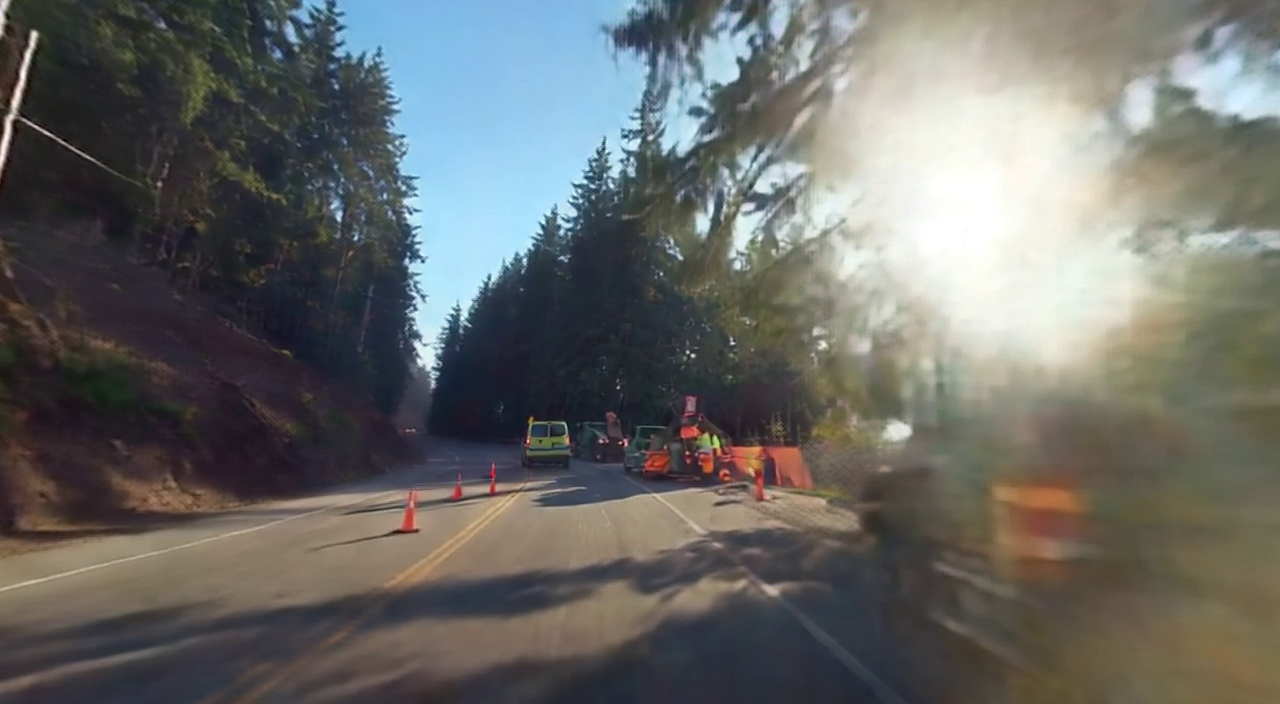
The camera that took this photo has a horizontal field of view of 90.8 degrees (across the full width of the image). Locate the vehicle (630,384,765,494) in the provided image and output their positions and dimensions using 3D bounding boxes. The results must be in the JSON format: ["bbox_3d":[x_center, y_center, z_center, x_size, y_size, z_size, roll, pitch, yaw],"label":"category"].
[{"bbox_3d":[1.698,3.183,23.520,3.126,3.310,8.534,1,-8,-8],"label":"vehicle"}]

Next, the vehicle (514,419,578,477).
[{"bbox_3d":[-4.139,4.100,27.053,2.362,2.223,4.892,2,-9,-12],"label":"vehicle"}]

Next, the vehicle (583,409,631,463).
[{"bbox_3d":[-2.074,5.147,38.341,2.703,3.066,4.047,1,-8,-6],"label":"vehicle"}]
